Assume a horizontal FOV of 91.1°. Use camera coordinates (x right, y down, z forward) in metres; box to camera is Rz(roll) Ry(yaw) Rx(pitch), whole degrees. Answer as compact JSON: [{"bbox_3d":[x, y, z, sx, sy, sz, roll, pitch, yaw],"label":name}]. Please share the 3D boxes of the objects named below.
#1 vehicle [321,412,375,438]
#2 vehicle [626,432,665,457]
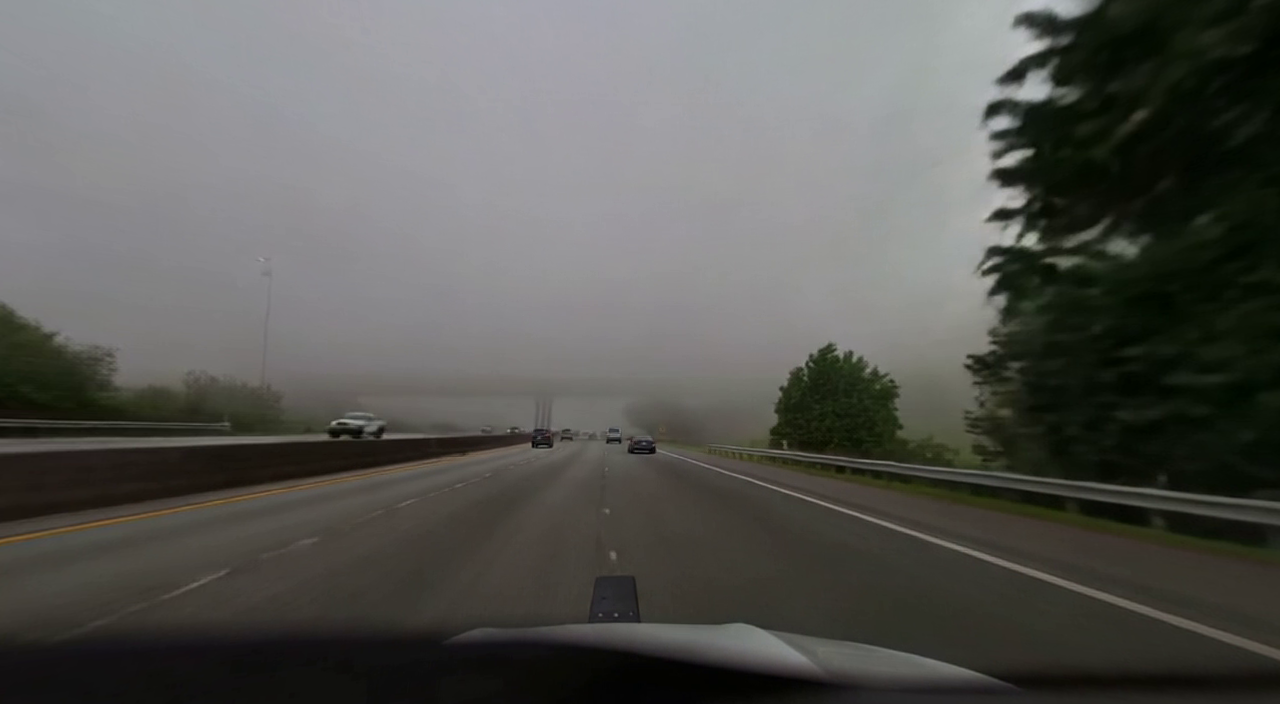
[{"bbox_3d":[-16.849,4.244,36.390,1.673,1.397,3.336,1,-8,-3],"label":"vehicle"},{"bbox_3d":[0.266,5.353,36.608,1.999,1.329,3.913,1,-8,-4],"label":"vehicle"}]
